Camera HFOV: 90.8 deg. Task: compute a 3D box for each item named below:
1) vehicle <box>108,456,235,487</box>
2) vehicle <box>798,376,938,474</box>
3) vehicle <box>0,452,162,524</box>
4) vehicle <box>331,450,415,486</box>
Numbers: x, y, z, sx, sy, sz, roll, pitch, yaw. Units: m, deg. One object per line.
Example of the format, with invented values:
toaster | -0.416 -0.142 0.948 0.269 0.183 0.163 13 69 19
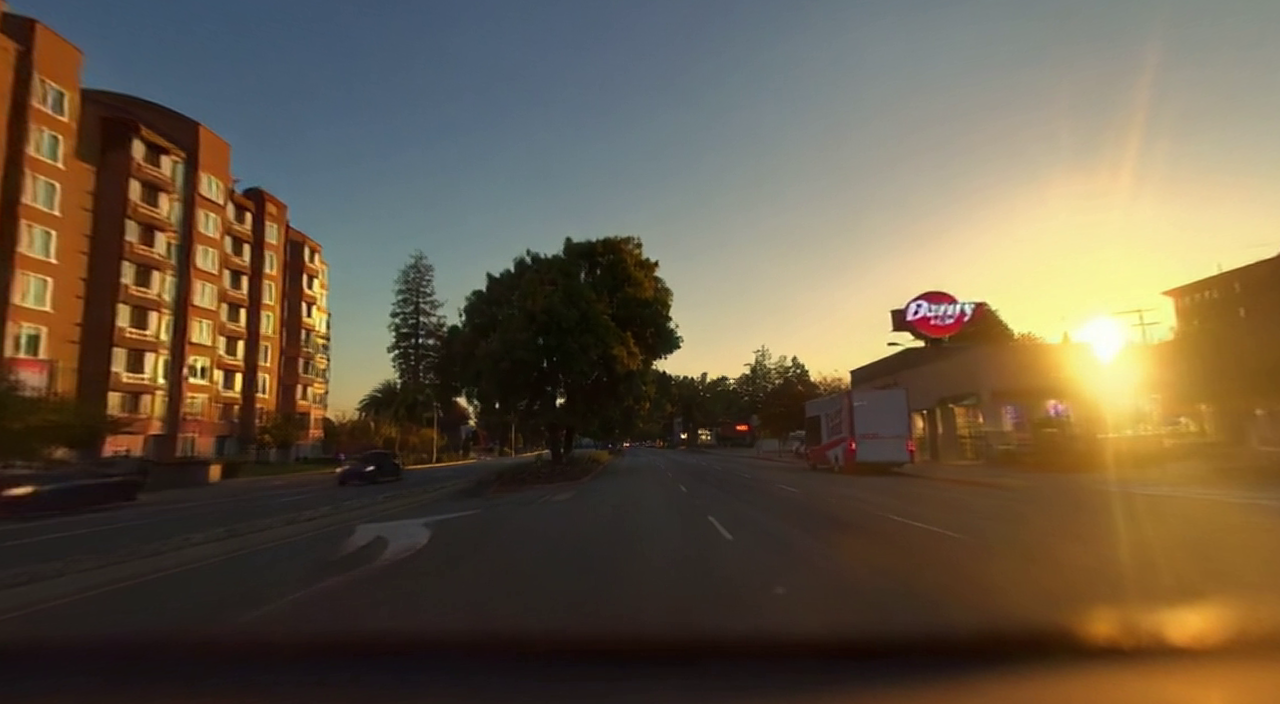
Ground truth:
vehicle | -24.466 6.247 33.216 4.862 1.510 2.027 2 -9 -12
vehicle | 9.994 3.509 29.136 3.174 3.794 9.019 -1 -9 1
vehicle | -14.700 3.337 15.692 1.841 1.543 4.680 -2 -10 2
vehicle | -11.942 5.195 28.654 1.901 1.465 4.604 0 -8 -1
